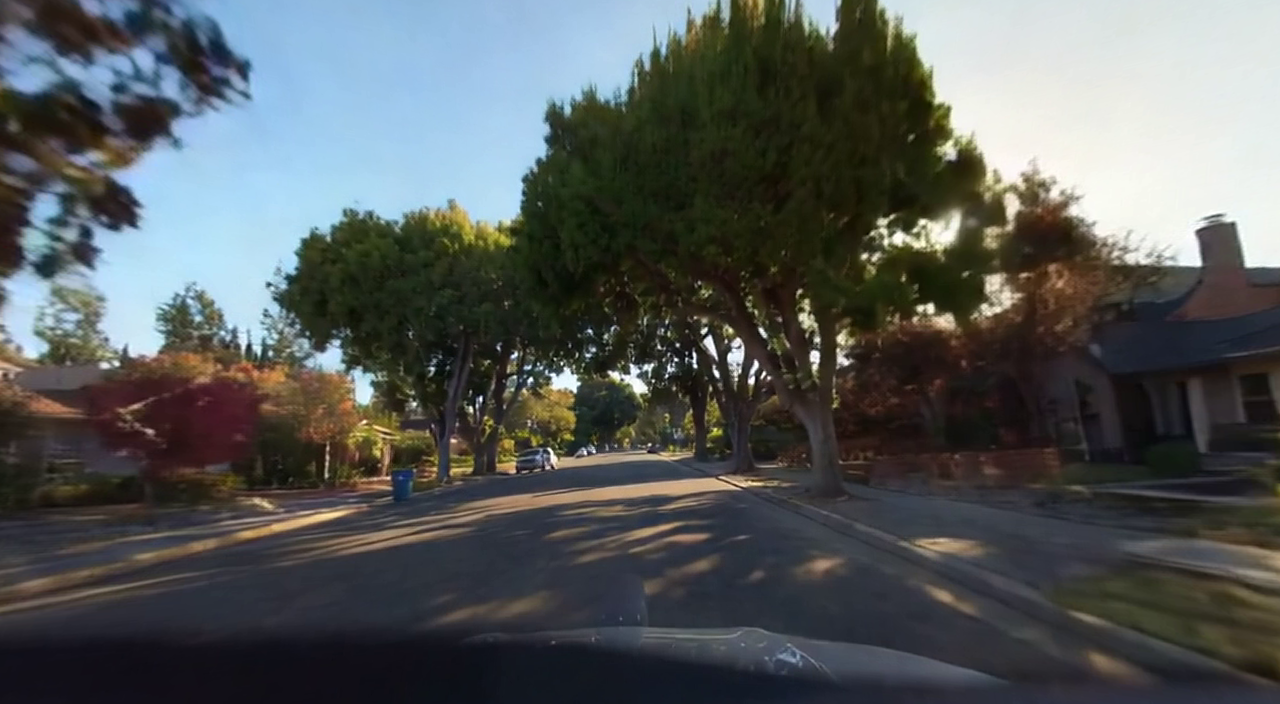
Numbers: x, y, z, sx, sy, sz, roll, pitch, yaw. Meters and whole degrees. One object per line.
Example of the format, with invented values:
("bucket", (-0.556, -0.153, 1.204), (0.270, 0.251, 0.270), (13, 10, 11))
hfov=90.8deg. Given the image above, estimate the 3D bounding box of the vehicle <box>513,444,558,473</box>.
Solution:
("vehicle", (-6.624, 6.795, 40.640), (2.078, 1.745, 5.119), (0, -9, -1))
